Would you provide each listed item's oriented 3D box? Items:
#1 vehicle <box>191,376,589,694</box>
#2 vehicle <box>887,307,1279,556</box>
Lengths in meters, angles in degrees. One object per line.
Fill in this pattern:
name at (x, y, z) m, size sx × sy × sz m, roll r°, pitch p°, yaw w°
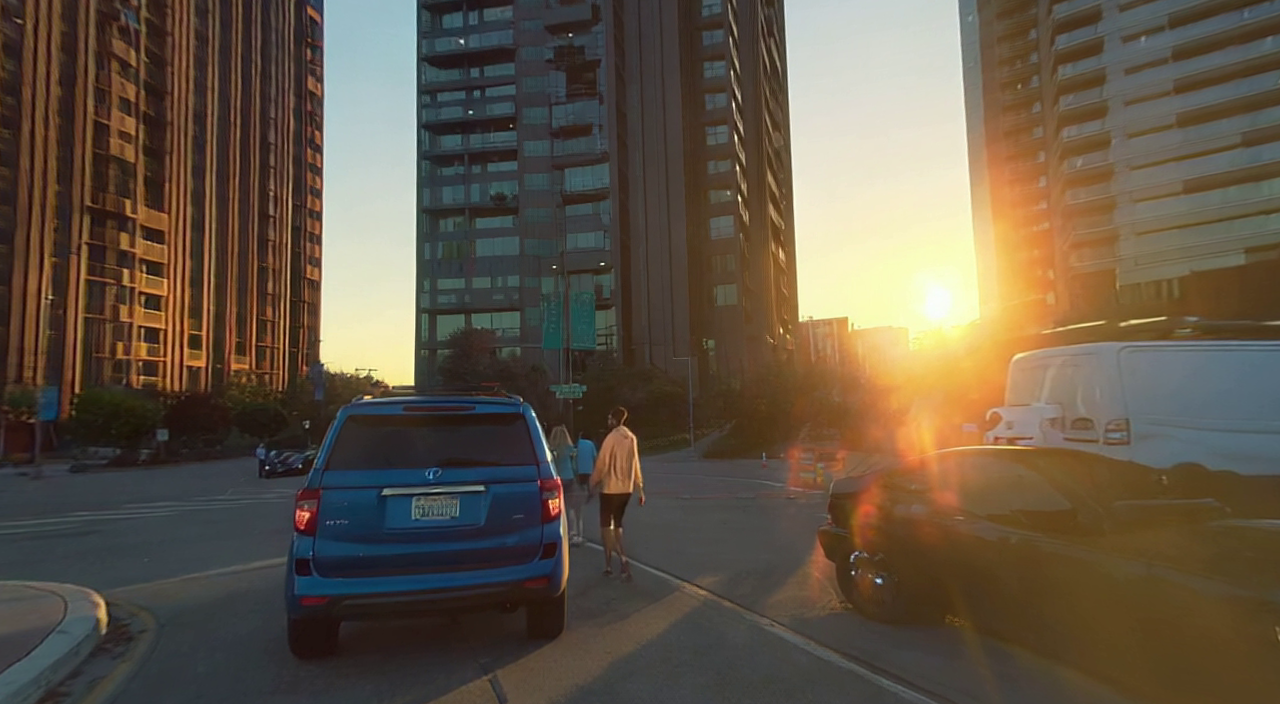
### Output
vehicle at (-1.651, 1.318, 5.708) m, size 2.144 × 1.733 × 4.115 m, roll 1°, pitch -9°, yaw -8°
vehicle at (7.248, 1.022, 8.217) m, size 6.932 × 2.753 × 2.446 m, roll 0°, pitch -8°, yaw 1°
